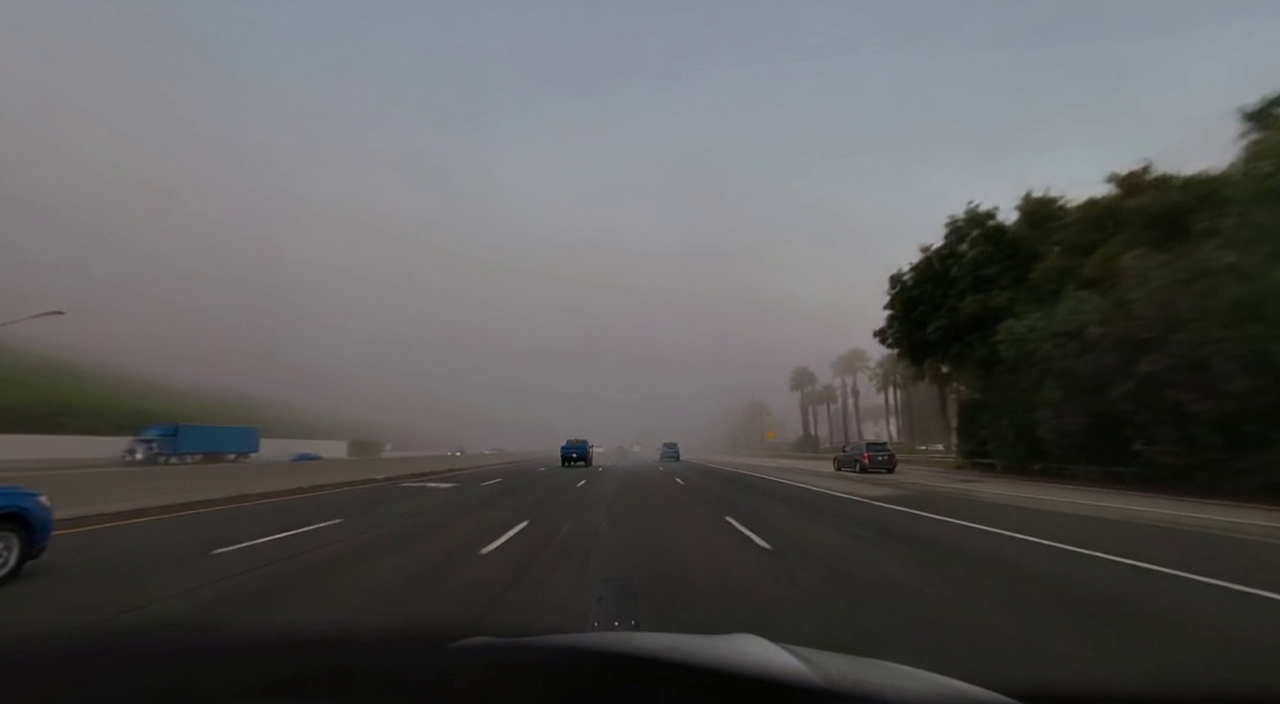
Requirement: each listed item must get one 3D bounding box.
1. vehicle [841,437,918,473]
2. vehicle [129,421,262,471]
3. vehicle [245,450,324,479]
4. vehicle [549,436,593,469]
[{"bbox_3d":[12.957,5.619,34.490,2.168,1.792,4.457,0,-9,-4],"label":"vehicle"},{"bbox_3d":[-33.062,7.137,47.727,3.181,3.372,9.724,0,-9,-2],"label":"vehicle"},{"bbox_3d":[-18.669,5.883,33.396,1.796,1.416,4.085,0,-9,0],"label":"vehicle"},{"bbox_3d":[-4.235,6.328,39.805,2.225,1.967,4.673,0,-9,0],"label":"vehicle"}]
